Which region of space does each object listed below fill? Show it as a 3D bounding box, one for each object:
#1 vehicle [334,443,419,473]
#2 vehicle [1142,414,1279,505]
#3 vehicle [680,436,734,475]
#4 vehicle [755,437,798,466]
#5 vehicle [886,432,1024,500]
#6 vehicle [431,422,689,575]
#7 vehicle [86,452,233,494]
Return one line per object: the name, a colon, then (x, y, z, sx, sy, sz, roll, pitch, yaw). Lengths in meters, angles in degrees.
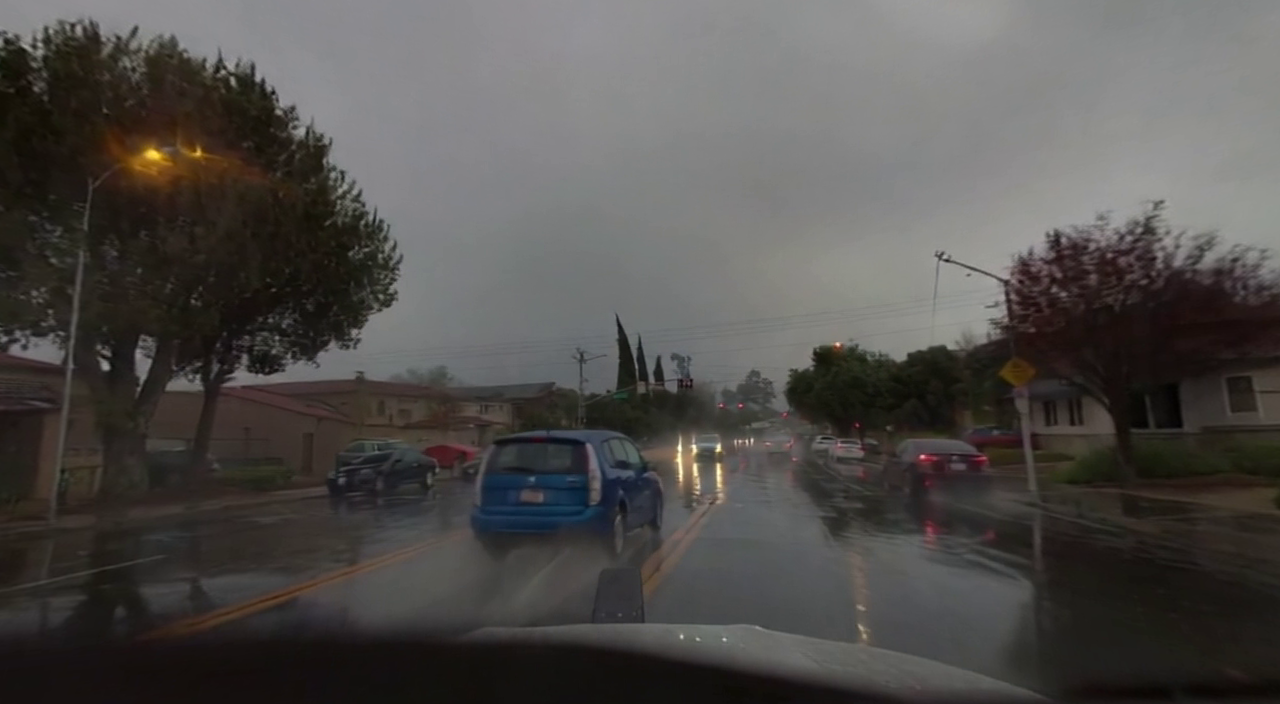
vehicle: (-15.284, 6.144, 36.721, 4.091, 1.614, 1.910, -2, -9, 9)
vehicle: (12.245, 1.914, 11.926, 4.077, 1.473, 1.887, -2, -8, -9)
vehicle: (2.955, 4.401, 27.148, 1.986, 1.508, 4.261, -2, -9, 10)
vehicle: (7.420, 5.461, 34.682, 2.081, 1.475, 4.361, -2, -9, 10)
vehicle: (7.914, 2.886, 16.409, 1.964, 1.485, 4.454, -2, -9, 10)
vehicle: (-0.719, 1.812, 8.707, 2.069, 1.510, 4.325, -2, -9, 14)
vehicle: (-17.806, 4.453, 23.498, 4.397, 1.423, 1.789, -2, -9, 12)
